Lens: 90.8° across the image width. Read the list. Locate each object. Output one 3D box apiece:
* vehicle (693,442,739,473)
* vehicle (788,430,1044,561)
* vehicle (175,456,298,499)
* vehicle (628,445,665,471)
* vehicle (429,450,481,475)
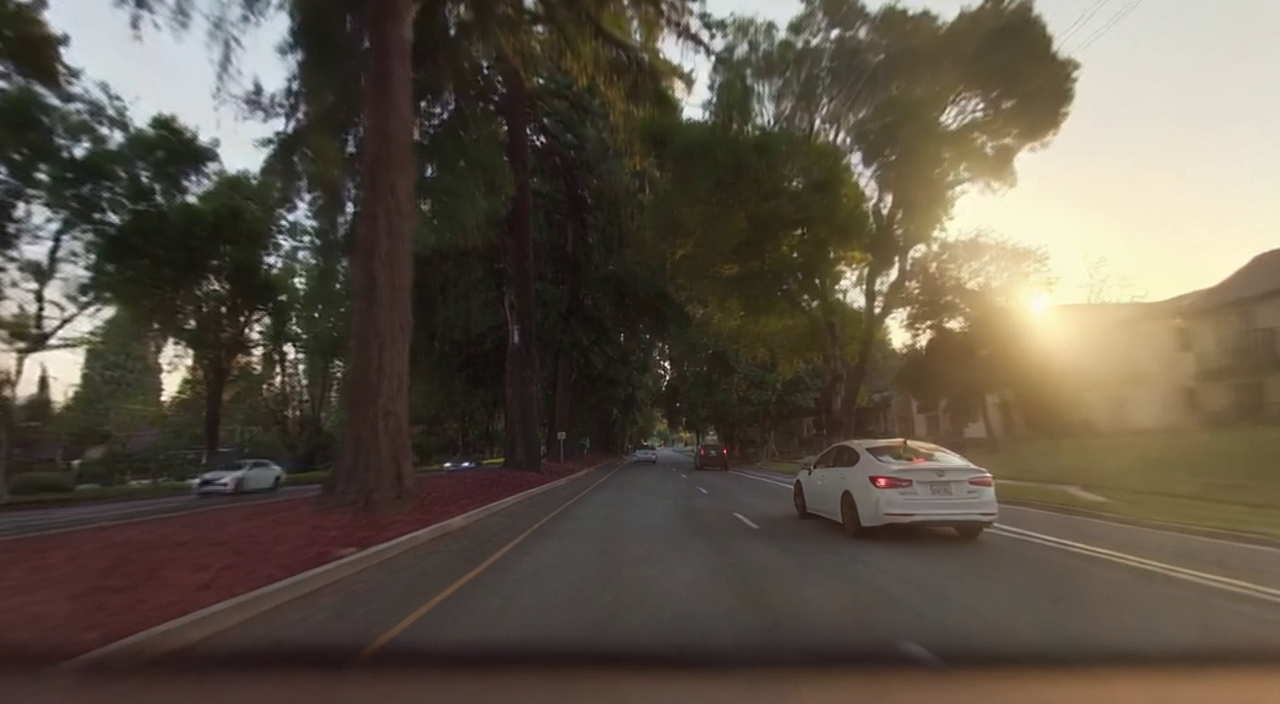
[{"bbox_3d":[4.295,5.988,36.176,2.074,1.652,4.340,0,-8,0],"label":"vehicle"},{"bbox_3d":[3.741,1.998,9.555,1.985,1.529,4.147,0,-8,0],"label":"vehicle"},{"bbox_3d":[-16.095,5.001,25.564,1.855,1.449,4.662,0,-8,1],"label":"vehicle"},{"bbox_3d":[0.374,6.308,37.778,2.082,1.473,4.028,0,-8,0],"label":"vehicle"},{"bbox_3d":[-11.682,7.017,40.244,1.907,1.456,4.520,0,-8,1],"label":"vehicle"}]
